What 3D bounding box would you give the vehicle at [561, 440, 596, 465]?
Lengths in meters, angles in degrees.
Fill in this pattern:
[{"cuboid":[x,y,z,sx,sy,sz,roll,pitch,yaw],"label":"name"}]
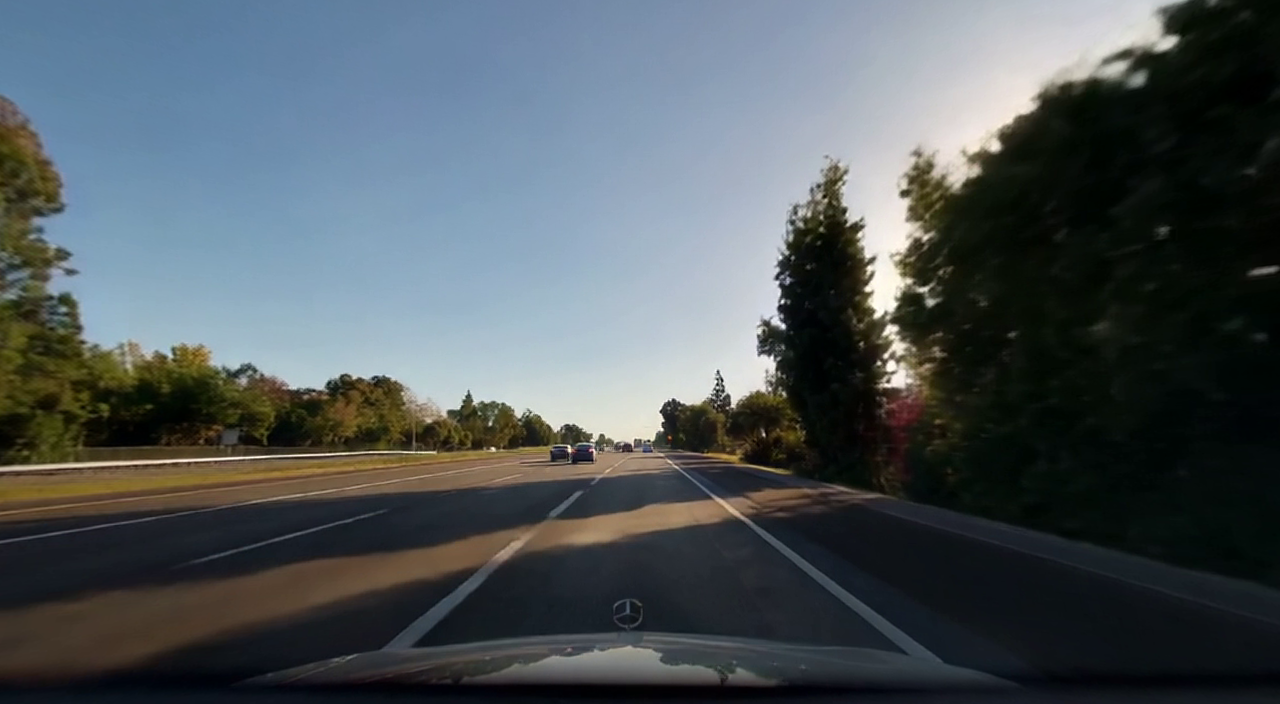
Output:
[{"cuboid":[-3.804,6.336,39.790,1.786,1.488,4.023,0,-8,1],"label":"vehicle"}]
